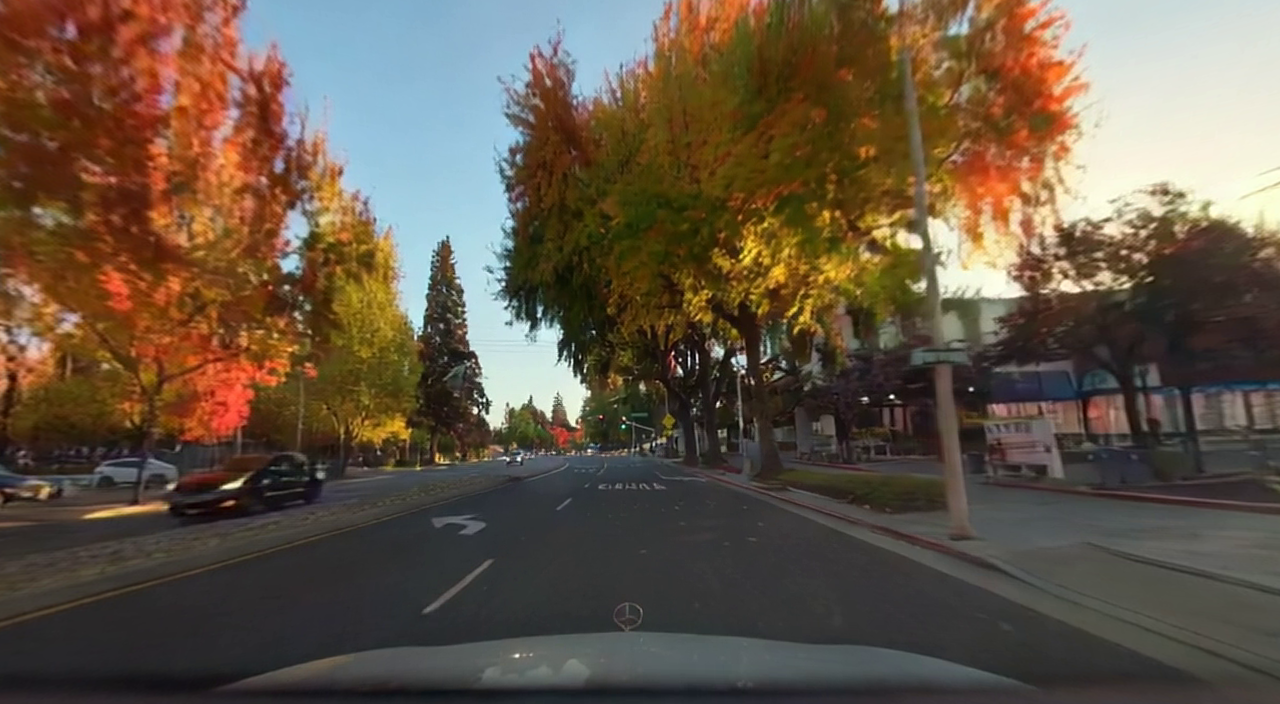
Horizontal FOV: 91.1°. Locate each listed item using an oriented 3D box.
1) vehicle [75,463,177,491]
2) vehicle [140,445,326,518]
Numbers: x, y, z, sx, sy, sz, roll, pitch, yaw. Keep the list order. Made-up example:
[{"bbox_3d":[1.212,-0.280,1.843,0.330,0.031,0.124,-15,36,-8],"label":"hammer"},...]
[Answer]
[{"bbox_3d":[-29.136,7.084,35.678,3.990,1.514,1.892,0,-9,-2],"label":"vehicle"},{"bbox_3d":[-11.103,3.514,17.672,2.075,1.765,4.684,0,-9,0],"label":"vehicle"}]
